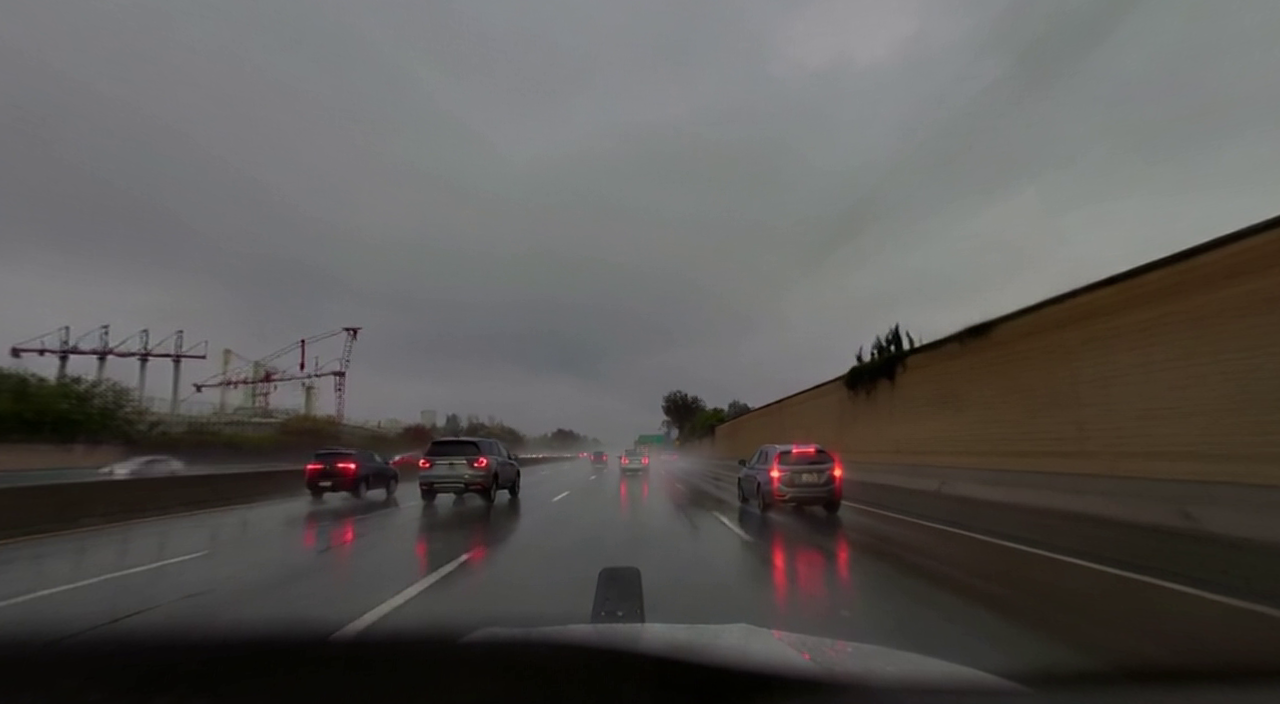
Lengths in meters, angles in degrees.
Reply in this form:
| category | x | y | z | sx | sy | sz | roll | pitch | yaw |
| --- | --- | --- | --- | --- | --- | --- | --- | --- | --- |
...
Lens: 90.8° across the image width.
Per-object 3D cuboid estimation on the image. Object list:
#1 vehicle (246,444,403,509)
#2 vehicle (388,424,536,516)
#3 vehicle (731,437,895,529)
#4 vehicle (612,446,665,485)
| category | x | y | z | sx | sy | sz | roll | pitch | yaw |
| --- | --- | --- | --- | --- | --- | --- | --- | --- | --- |
| vehicle | -8.099 | 3.199 | 16.778 | 1.908 | 1.476 | 4.342 | 0 | -9 | 0 |
| vehicle | -3.852 | 2.644 | 14.629 | 2.121 | 1.775 | 4.335 | 0 | -9 | 0 |
| vehicle | 3.223 | 2.527 | 12.845 | 1.917 | 1.507 | 4.540 | 0 | -9 | -2 |
| vehicle | -0.082 | 4.666 | 26.325 | 2.045 | 1.452 | 4.040 | 0 | -9 | -1 |
